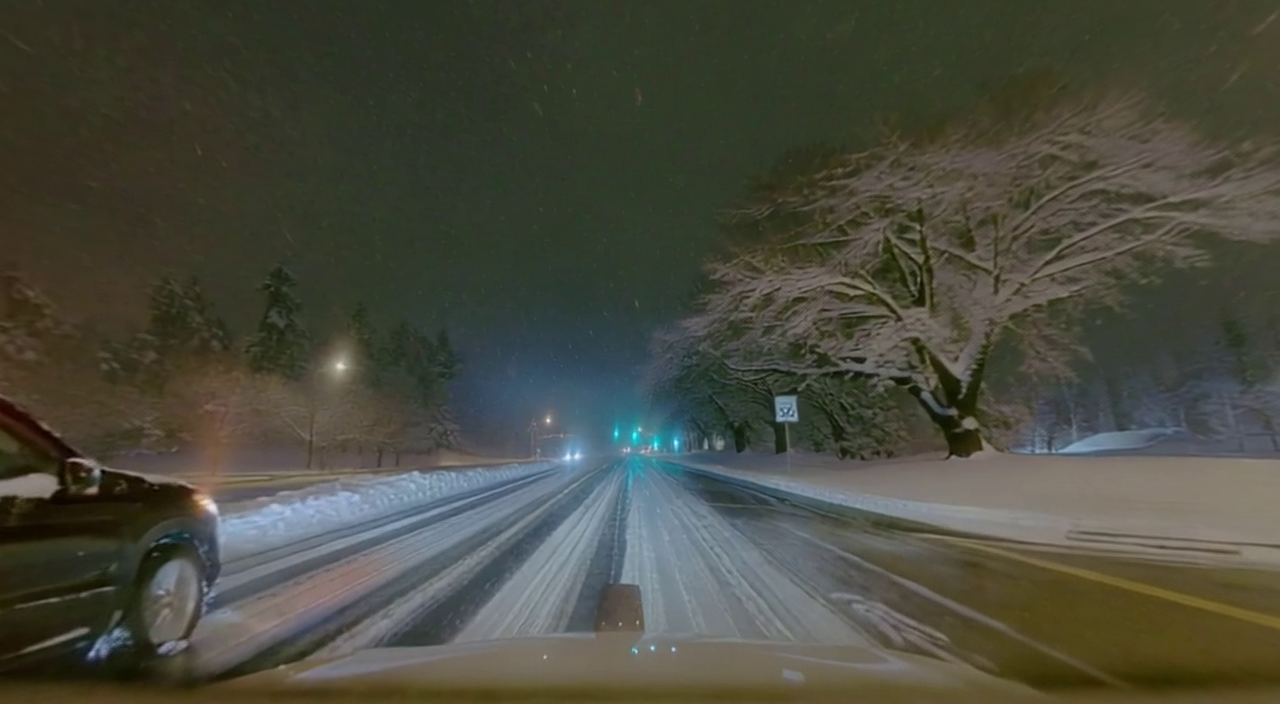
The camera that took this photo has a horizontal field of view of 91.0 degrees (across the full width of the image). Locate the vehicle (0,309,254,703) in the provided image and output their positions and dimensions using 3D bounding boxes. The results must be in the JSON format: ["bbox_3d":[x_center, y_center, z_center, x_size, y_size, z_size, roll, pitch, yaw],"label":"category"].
[{"bbox_3d":[-3.127,0.577,0.924,2.141,1.761,4.742,0,-9,-1],"label":"vehicle"}]
